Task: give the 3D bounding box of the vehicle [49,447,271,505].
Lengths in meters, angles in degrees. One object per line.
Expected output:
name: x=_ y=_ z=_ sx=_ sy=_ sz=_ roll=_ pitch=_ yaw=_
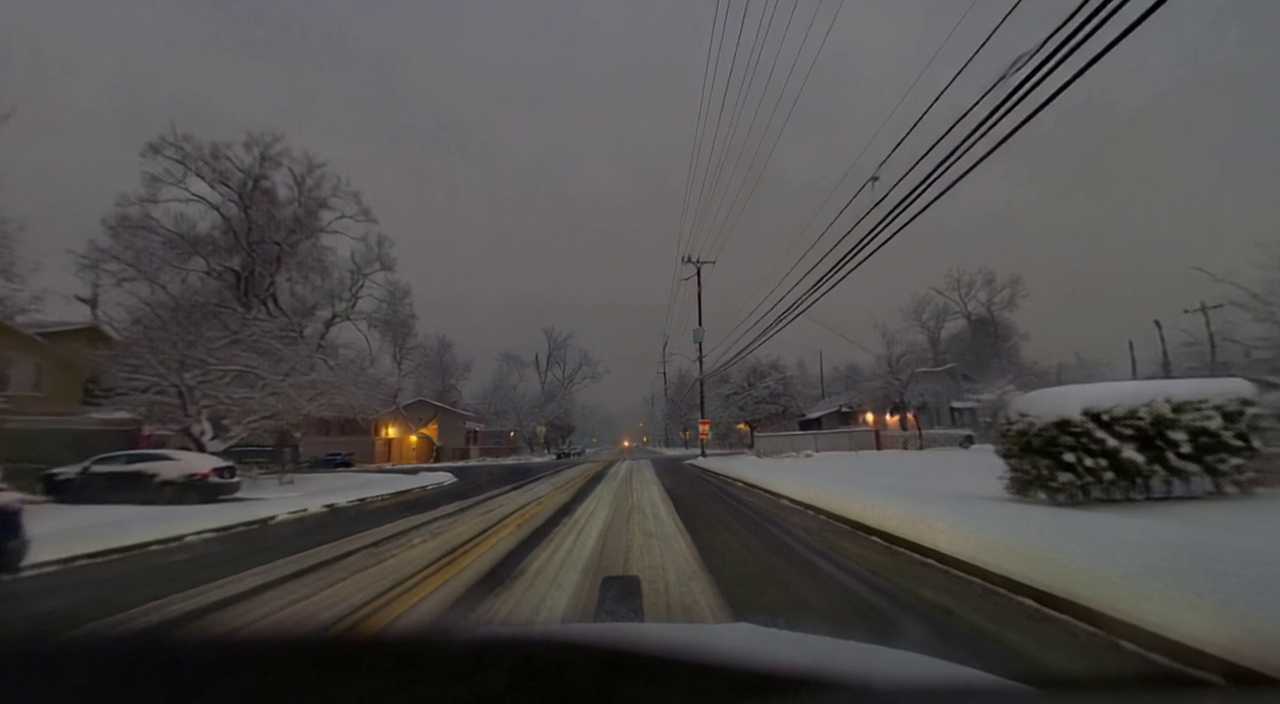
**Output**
vehicle: x=-13.371 y=3.453 z=17.916 sx=4.424 sy=1.487 sz=2.139 roll=1 pitch=-8 yaw=-7
